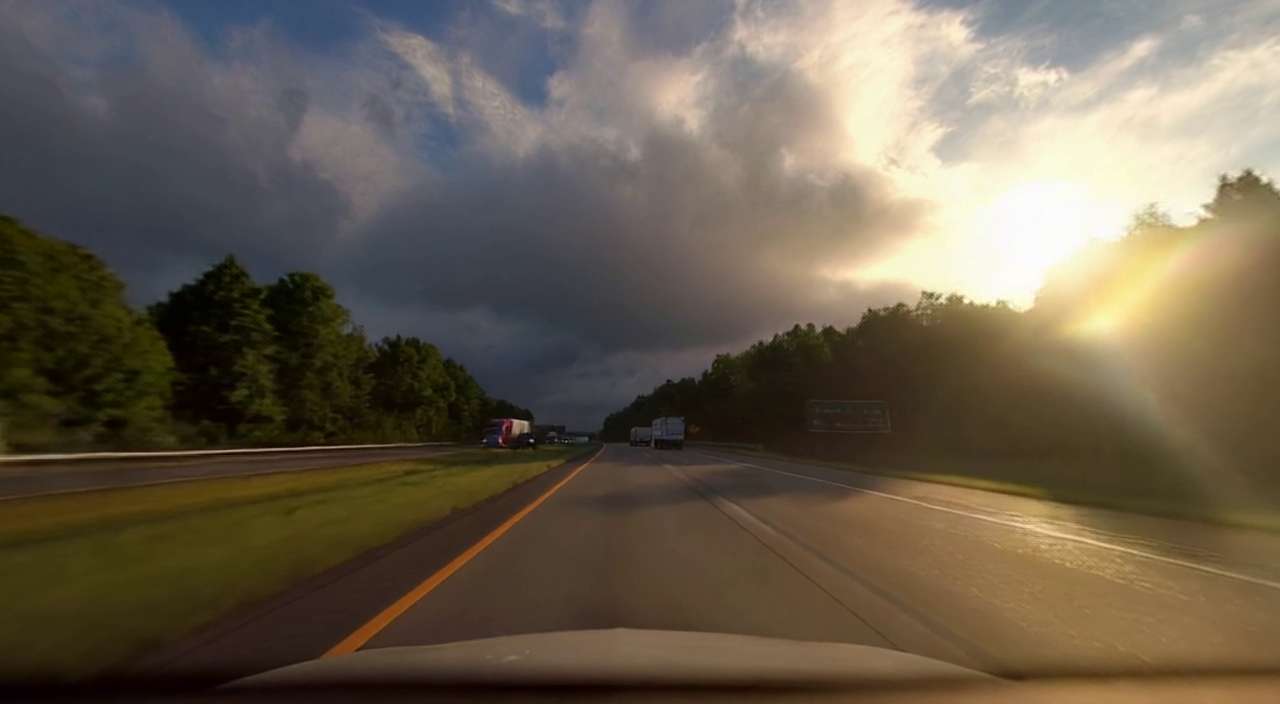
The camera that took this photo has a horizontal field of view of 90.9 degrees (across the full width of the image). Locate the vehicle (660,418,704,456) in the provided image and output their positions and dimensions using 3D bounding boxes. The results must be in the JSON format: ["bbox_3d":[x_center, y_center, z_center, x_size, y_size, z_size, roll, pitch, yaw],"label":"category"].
[{"bbox_3d":[3.148,6.601,49.159,2.741,2.716,6.323,0,-8,-3],"label":"vehicle"}]
